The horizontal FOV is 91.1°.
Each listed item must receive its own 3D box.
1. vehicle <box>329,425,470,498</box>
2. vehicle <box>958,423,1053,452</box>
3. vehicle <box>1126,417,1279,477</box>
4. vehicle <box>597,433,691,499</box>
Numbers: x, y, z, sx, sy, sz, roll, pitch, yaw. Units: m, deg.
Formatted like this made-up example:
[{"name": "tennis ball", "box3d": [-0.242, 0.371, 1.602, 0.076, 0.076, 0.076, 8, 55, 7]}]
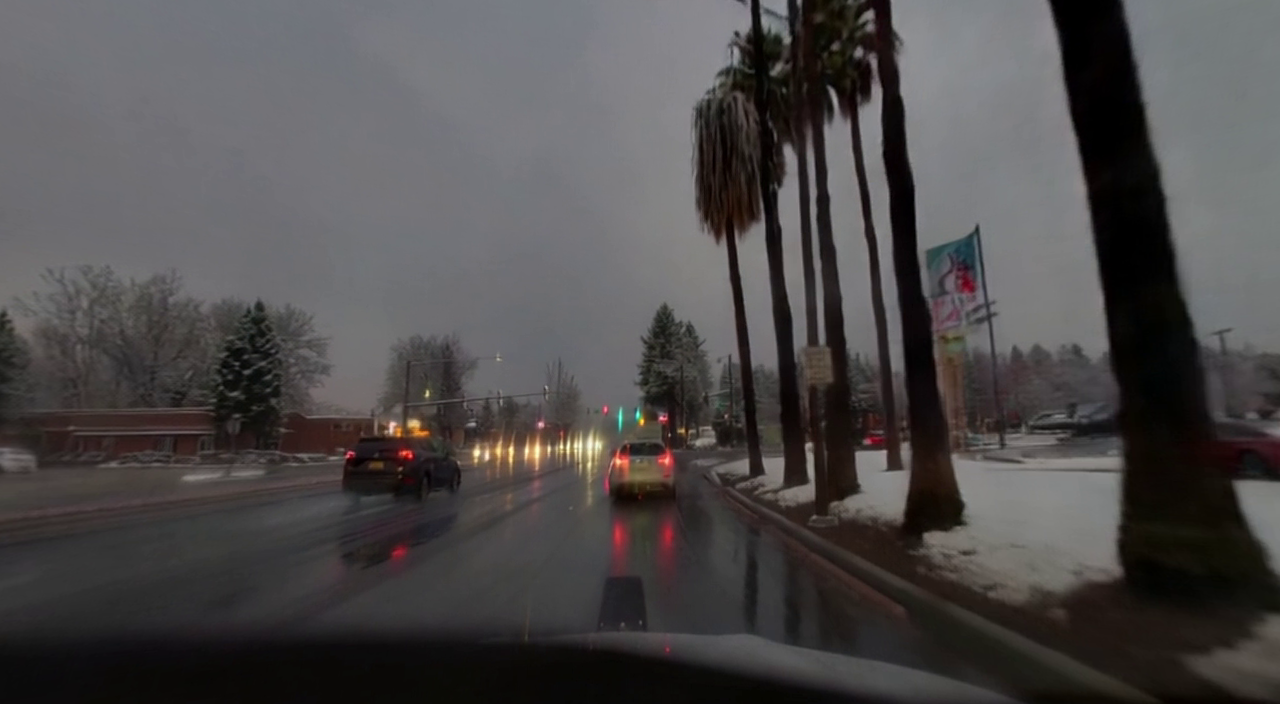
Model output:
[{"name": "vehicle", "box3d": [-6.330, 2.939, 17.207, 2.057, 1.705, 4.394, 0, -8, 1]}, {"name": "vehicle", "box3d": [26.500, 6.194, 45.627, 5.769, 1.925, 2.364, 1, -7, -13]}, {"name": "vehicle", "box3d": [16.691, 2.726, 18.113, 1.902, 1.502, 4.395, 0, -8, 3]}, {"name": "vehicle", "box3d": [0.091, 2.937, 16.573, 2.145, 1.483, 4.453, 0, -8, 0]}]
